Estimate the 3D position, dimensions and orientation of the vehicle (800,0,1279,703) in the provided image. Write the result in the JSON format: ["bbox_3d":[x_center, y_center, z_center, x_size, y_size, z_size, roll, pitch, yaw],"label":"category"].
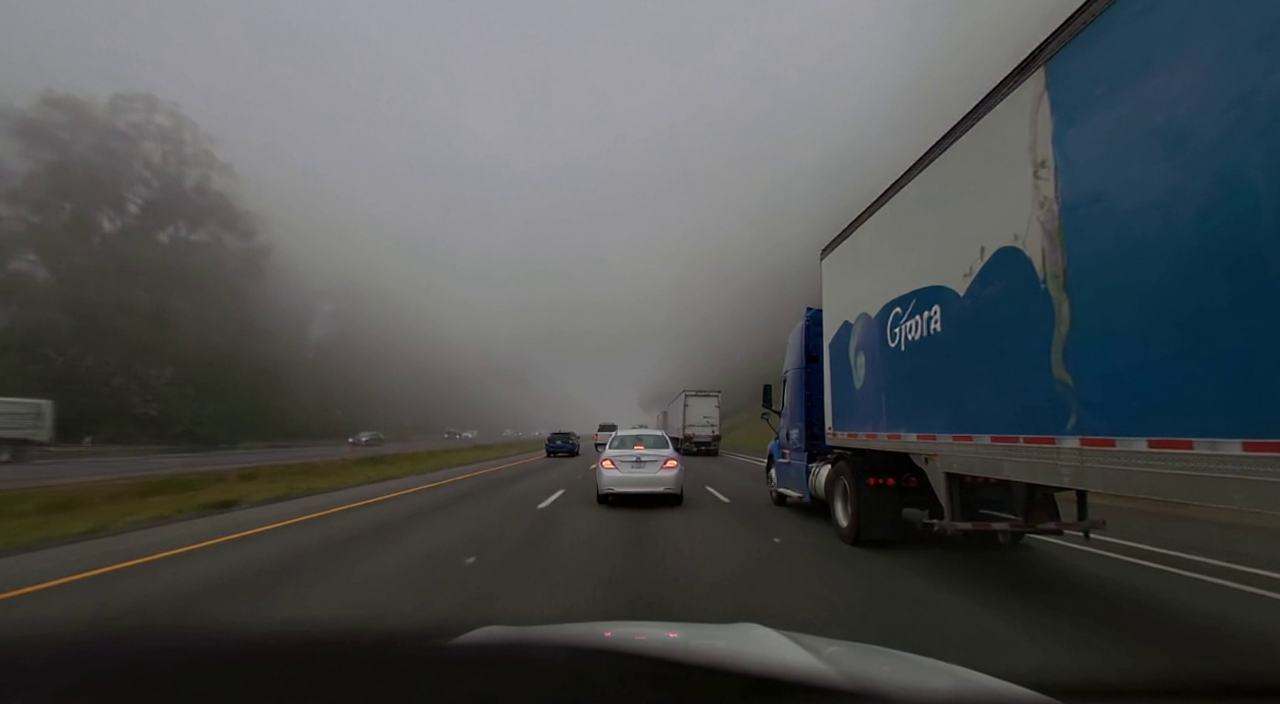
[{"bbox_3d":[4.138,-0.240,3.343,2.816,4.070,14.136,0,-8,0],"label":"vehicle"}]

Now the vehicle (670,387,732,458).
[{"bbox_3d":[3.827,4.971,43.278,2.869,4.067,13.731,0,-8,0],"label":"vehicle"}]

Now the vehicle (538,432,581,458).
[{"bbox_3d":[-4.717,5.477,37.399,1.983,1.434,4.451,0,-8,0],"label":"vehicle"}]

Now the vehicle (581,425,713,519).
[{"bbox_3d":[0.079,2.089,11.543,2.021,1.435,3.611,0,-8,-1],"label":"vehicle"}]
